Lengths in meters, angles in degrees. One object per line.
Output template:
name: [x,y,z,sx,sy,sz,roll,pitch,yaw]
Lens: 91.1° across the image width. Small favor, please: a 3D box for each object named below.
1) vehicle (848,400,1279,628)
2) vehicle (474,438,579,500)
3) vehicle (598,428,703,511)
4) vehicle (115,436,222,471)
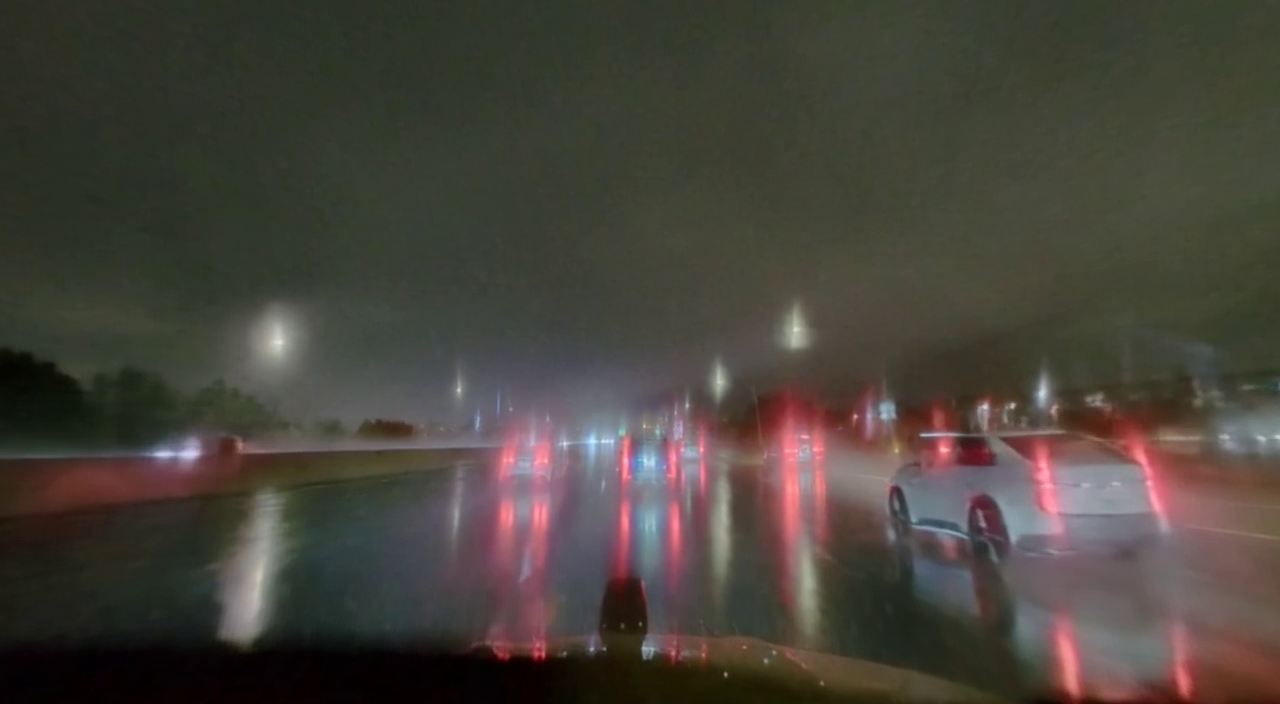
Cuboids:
vehicle: [4.072,1.489,6.726,2.210,1.625,4.249,0,-9,0]
vehicle: [-3.050,3.254,17.973,2.011,1.510,4.698,0,-9,1]
vehicle: [0.223,2.672,14.721,2.099,1.640,4.134,0,-9,0]
vehicle: [-26.554,5.737,35.629,2.242,1.794,4.890,0,-9,1]
